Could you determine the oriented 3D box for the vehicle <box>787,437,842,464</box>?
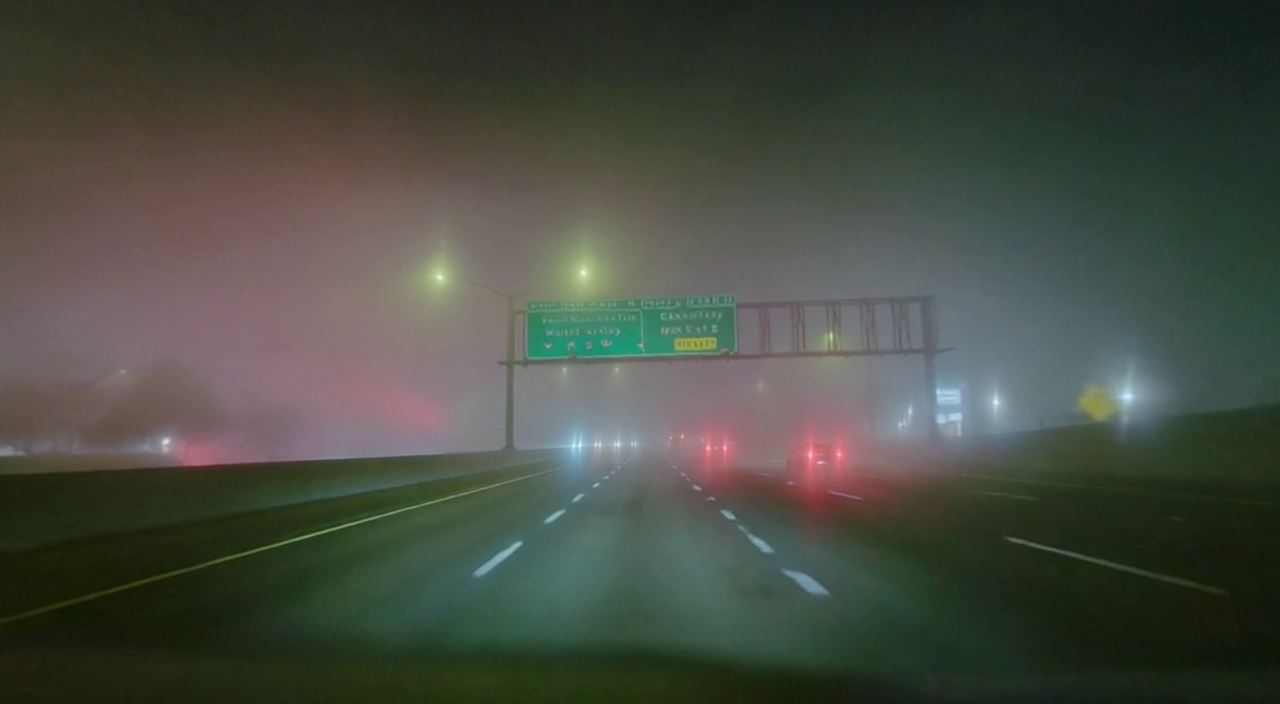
[{"bbox_3d":[10.496,5.951,38.348,2.000,1.514,4.585,0,-8,0],"label":"vehicle"}]
